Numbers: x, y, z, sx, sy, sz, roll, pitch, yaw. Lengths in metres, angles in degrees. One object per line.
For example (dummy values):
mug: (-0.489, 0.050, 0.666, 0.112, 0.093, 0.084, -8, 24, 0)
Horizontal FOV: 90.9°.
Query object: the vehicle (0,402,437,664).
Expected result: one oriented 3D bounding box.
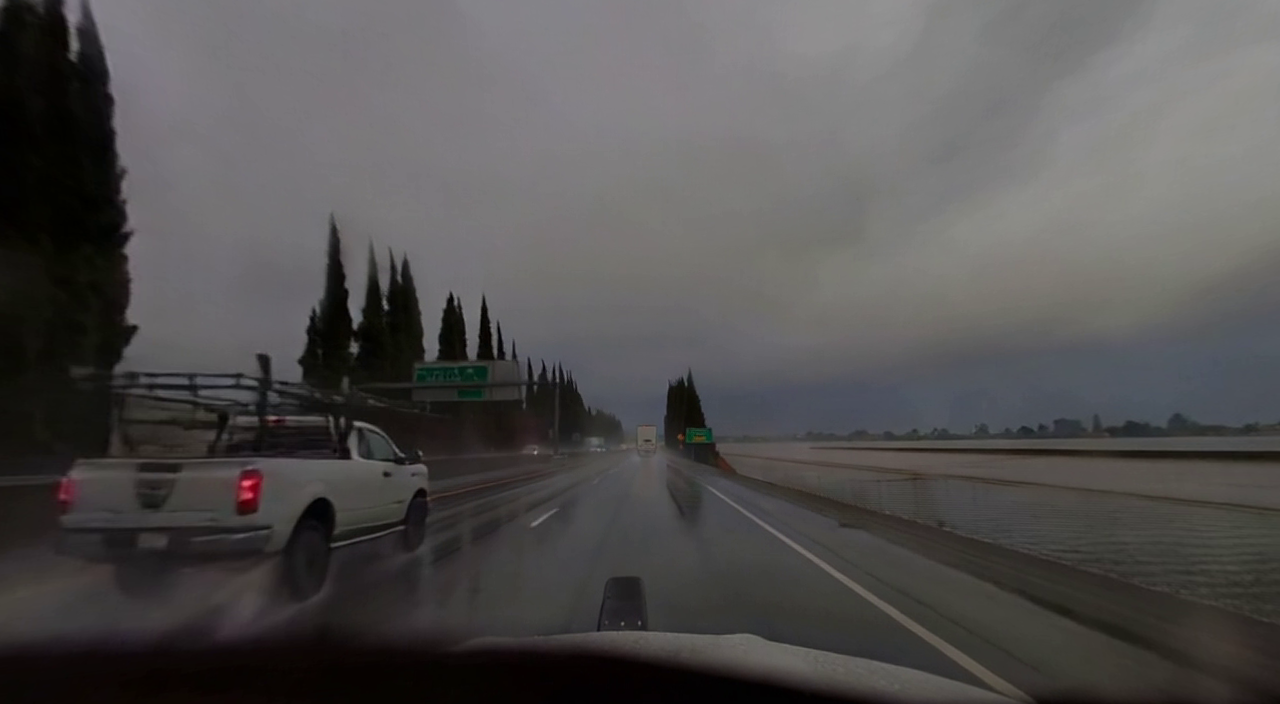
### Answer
vehicle: (-3.625, 1.438, 6.036, 2.009, 1.638, 3.968, 0, -9, 0)
